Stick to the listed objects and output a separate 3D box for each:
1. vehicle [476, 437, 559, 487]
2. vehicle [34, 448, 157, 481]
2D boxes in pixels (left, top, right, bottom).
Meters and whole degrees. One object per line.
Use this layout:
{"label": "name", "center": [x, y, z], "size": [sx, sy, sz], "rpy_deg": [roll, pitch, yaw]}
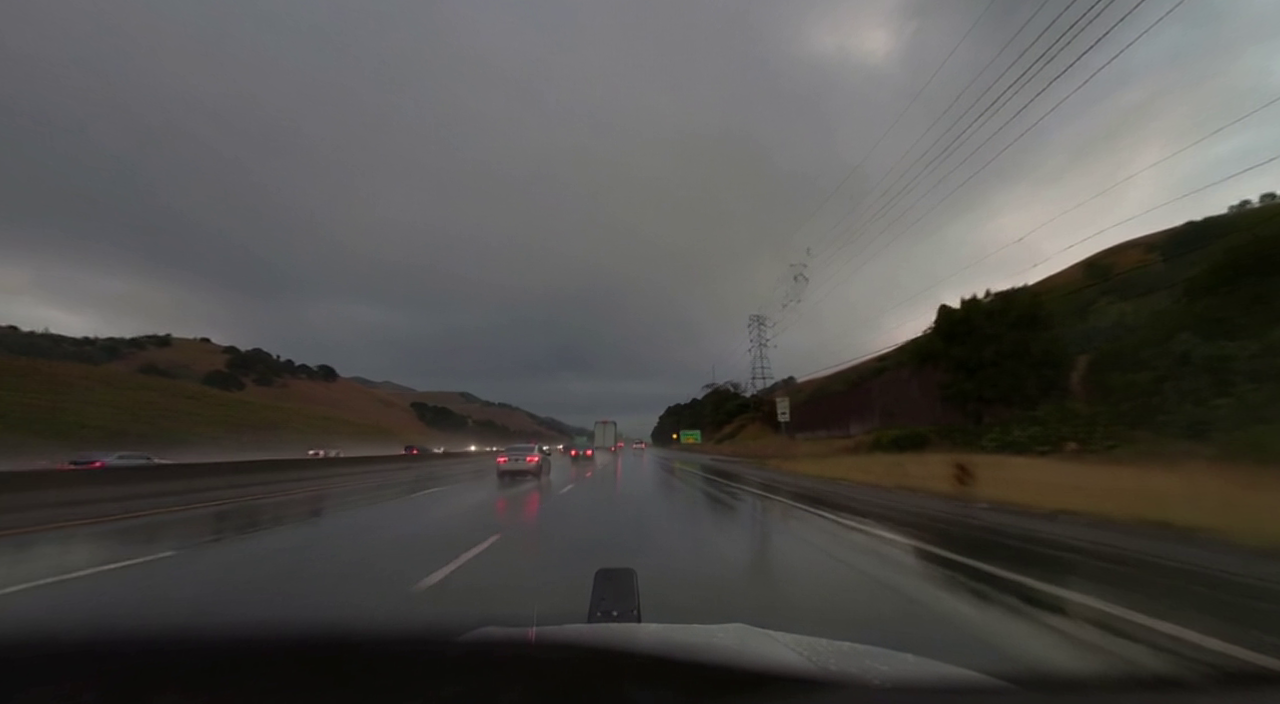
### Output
{"label": "vehicle", "center": [-4.147, 3.799, 22.126], "size": [1.963, 1.533, 4.477], "rpy_deg": [0, -8, 0]}
{"label": "vehicle", "center": [-26.208, 5.405, 30.655], "size": [1.841, 1.449, 4.570], "rpy_deg": [0, -8, 1]}
